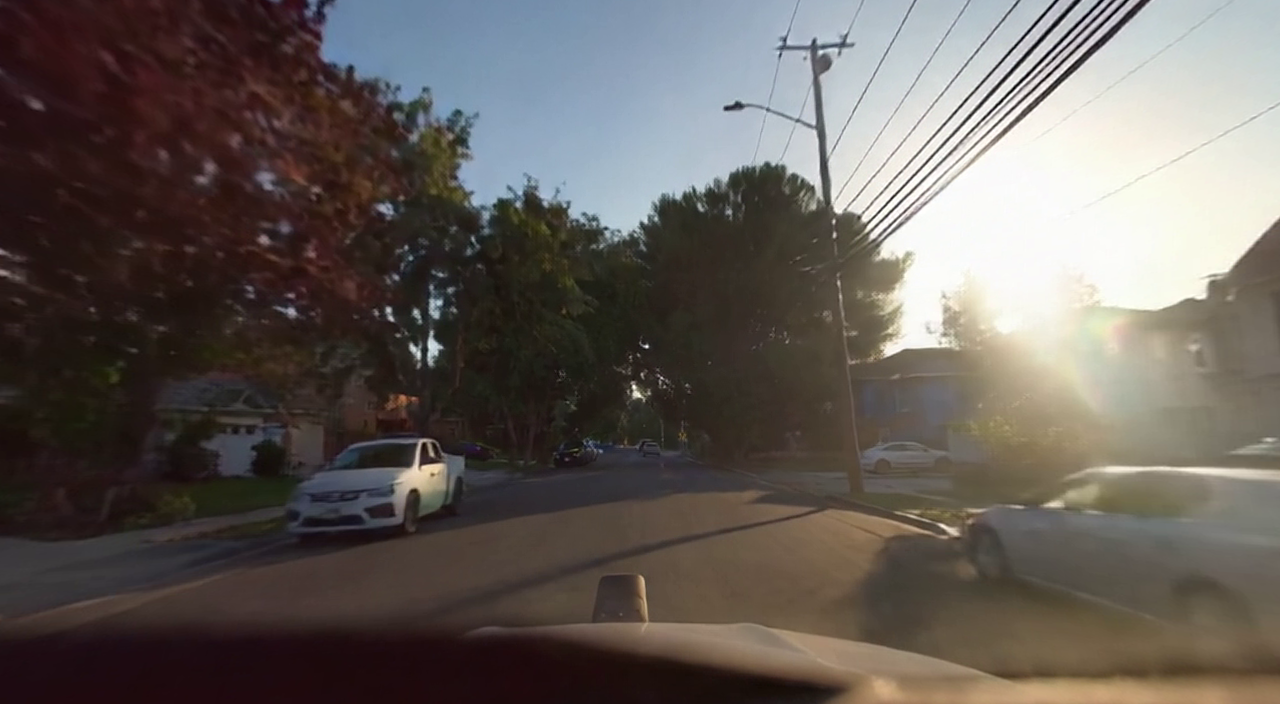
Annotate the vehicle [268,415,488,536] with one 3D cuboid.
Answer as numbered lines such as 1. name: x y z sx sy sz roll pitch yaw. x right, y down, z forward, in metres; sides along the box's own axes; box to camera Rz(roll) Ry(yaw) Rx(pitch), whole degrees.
1. vehicle: -4.643 2.232 12.300 2.164 1.810 5.044 1 -7 -1

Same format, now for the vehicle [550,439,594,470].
1. vehicle: -4.253 6.430 40.013 2.207 1.669 4.363 -3 -7 1

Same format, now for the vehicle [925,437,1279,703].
1. vehicle: 4.452 1.458 5.093 2.094 1.490 4.739 0 -8 0

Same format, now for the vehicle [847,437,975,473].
1. vehicle: 11.990 4.579 28.217 4.700 1.441 2.167 -1 -8 -1
